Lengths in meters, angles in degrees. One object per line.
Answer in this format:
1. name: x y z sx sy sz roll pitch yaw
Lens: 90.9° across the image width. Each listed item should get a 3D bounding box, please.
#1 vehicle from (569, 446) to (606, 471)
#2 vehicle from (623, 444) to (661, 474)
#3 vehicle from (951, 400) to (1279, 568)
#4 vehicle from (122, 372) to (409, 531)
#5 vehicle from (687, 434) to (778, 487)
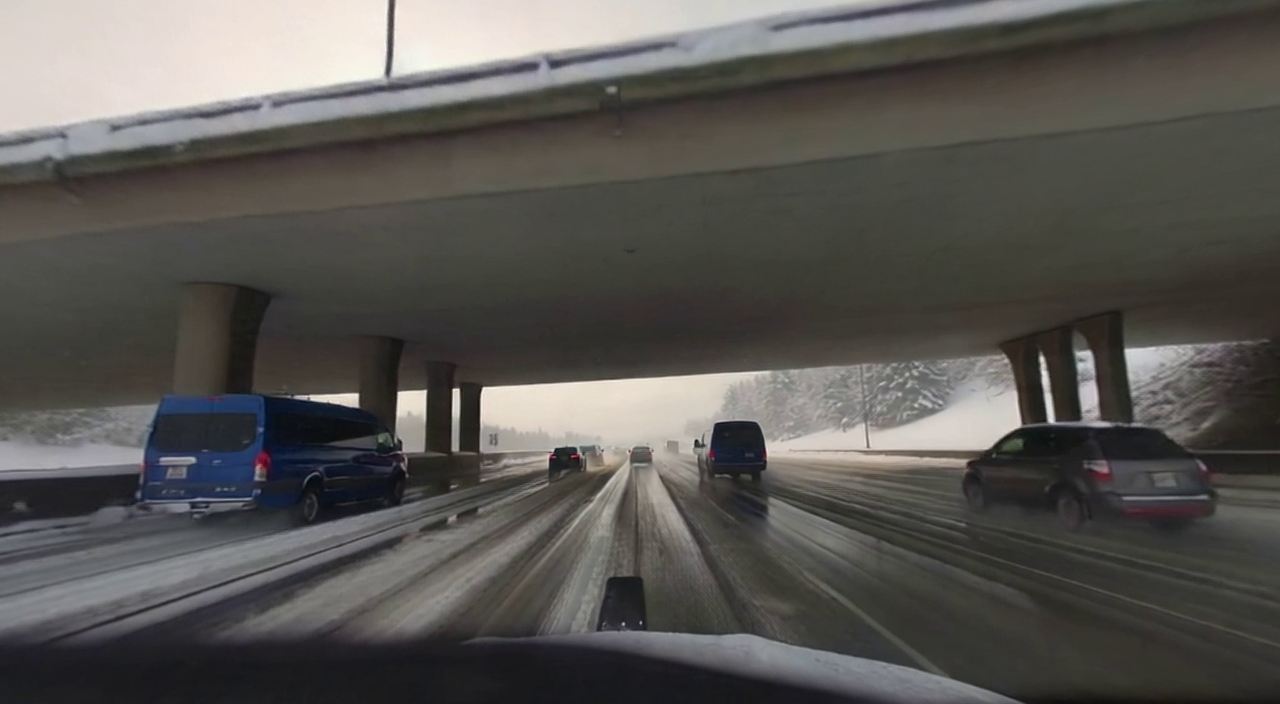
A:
1. vehicle: -3.359 6.894 40.958 1.970 1.483 4.071 0 -9 1
2. vehicle: 0.115 6.155 36.661 2.115 1.617 4.102 0 -9 0
3. vehicle: 7.488 1.877 9.866 2.304 1.840 5.706 0 -9 0
4. vehicle: -7.607 2.179 14.086 2.336 2.708 6.421 0 -9 1
5. vehicle: 3.560 4.348 25.673 2.777 1.895 5.710 0 -9 0
